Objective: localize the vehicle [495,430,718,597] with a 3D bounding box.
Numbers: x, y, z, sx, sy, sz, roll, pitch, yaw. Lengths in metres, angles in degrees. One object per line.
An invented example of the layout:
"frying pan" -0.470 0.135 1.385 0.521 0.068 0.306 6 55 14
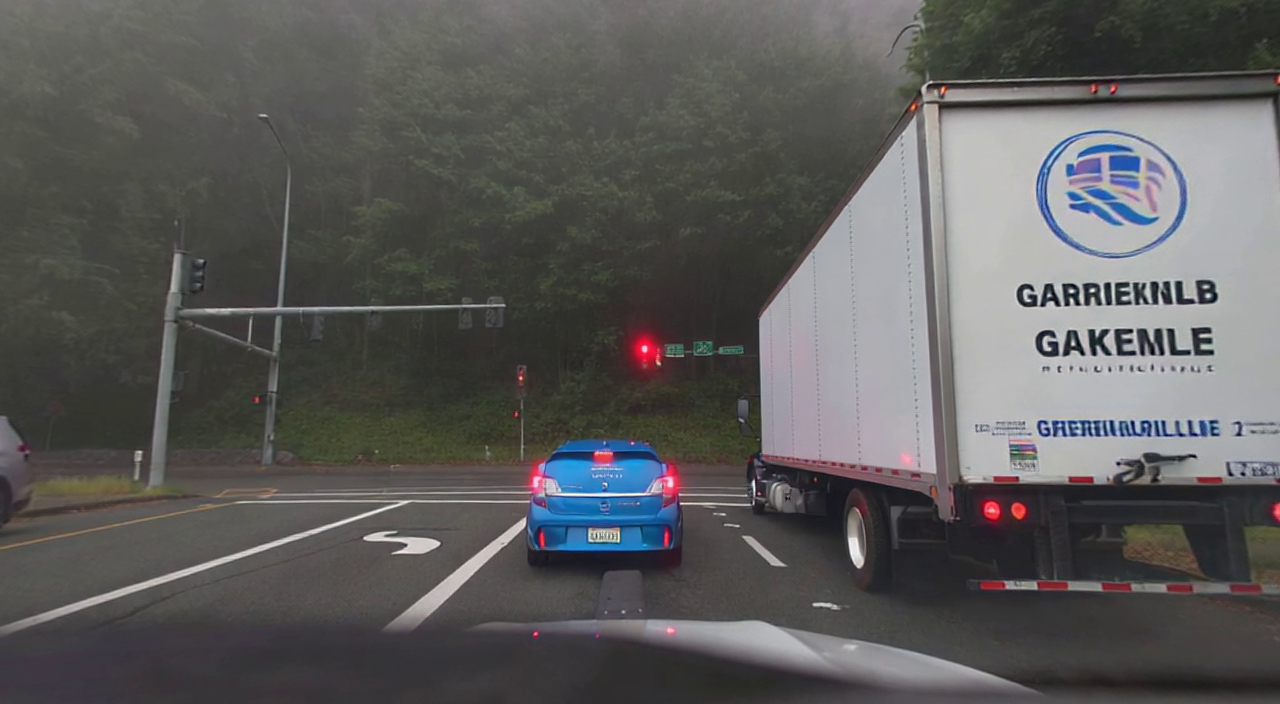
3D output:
"vehicle" -0.337 1.706 7.426 1.975 1.457 3.526 0 -9 -1

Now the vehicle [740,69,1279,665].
"vehicle" 3.521 0.713 8.776 2.884 3.753 9.763 0 -9 2
